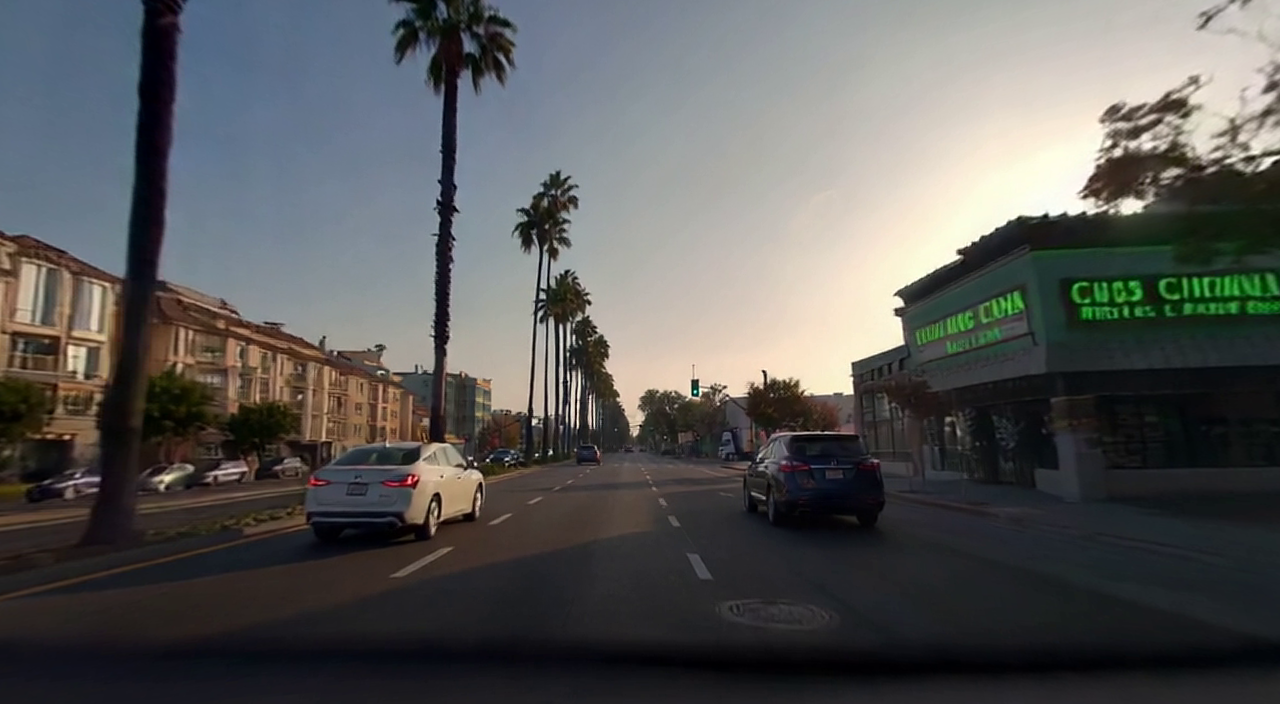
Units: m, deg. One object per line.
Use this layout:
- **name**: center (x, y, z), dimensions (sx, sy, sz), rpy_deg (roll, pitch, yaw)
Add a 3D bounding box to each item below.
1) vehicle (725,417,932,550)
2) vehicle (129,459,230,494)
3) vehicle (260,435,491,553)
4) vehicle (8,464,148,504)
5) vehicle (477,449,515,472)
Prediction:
- **vehicle**: center (2.750, 2.050, 10.434), dimensions (1.982, 1.711, 4.276), rpy_deg (0, -9, -2)
- **vehicle**: center (-23.513, 6.361, 32.500), dimensions (1.926, 1.483, 4.349), rpy_deg (-2, -9, 0)
- **vehicle**: center (-3.902, 2.153, 10.235), dimensions (2.034, 1.498, 3.995), rpy_deg (0, -9, -1)
- **vehicle**: center (-23.565, 5.518, 26.763), dimensions (1.876, 1.459, 4.411), rpy_deg (0, -9, 0)
- **vehicle**: center (-9.997, 7.519, 44.142), dimensions (1.970, 1.482, 4.778), rpy_deg (1, -9, -5)
